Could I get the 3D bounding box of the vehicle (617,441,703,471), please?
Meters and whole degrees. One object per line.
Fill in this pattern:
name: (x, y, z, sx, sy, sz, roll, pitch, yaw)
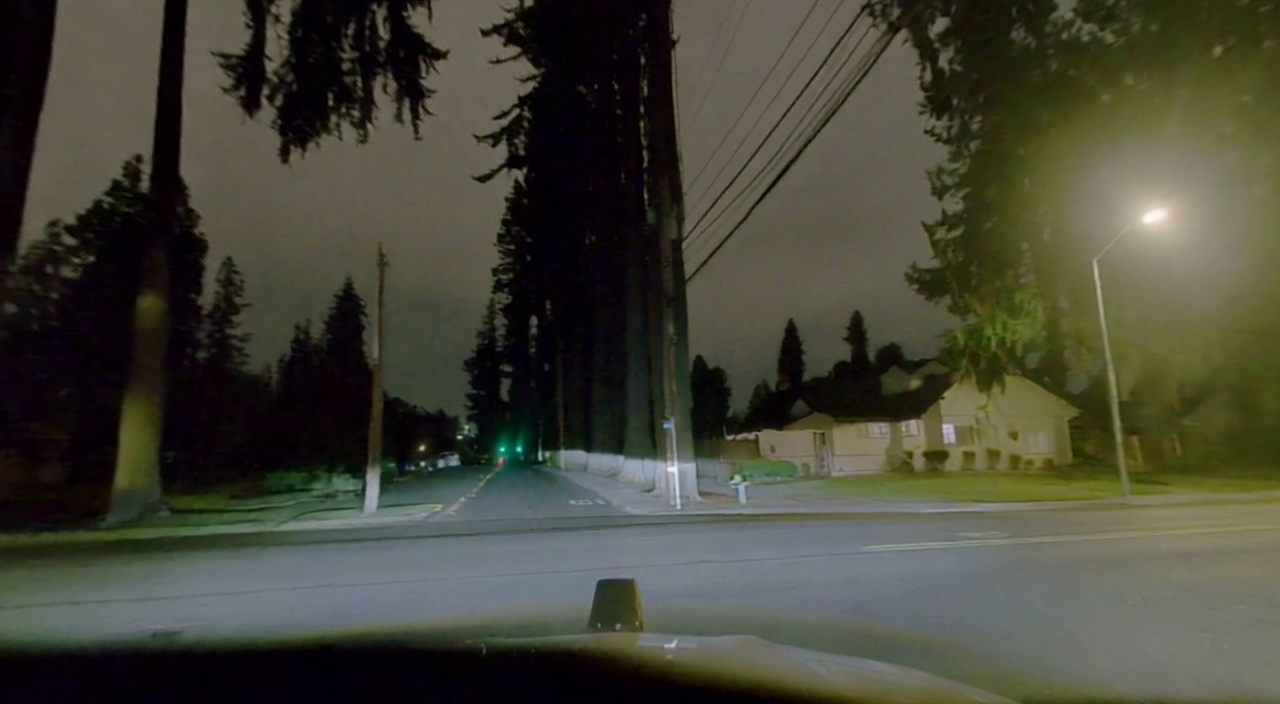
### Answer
vehicle: (1.171, 6.174, 37.646, 4.784, 1.647, 1.947, 2, -9, -14)
